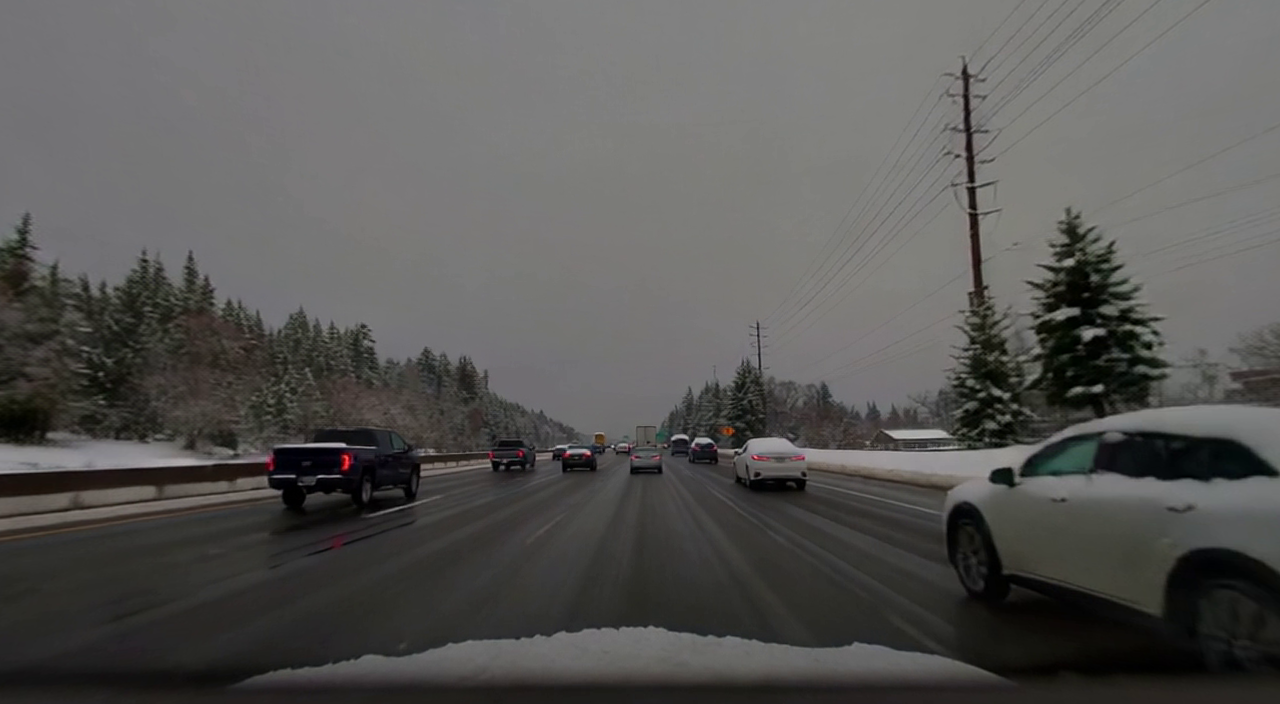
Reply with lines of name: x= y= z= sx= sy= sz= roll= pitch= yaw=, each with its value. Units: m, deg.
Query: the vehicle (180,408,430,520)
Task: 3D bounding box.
vehicle: x=-6.870 y=2.404 z=14.037 sx=2.269 sy=1.936 sz=5.777 roll=0 pitch=-9 yaw=2

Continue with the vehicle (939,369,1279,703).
vehicle: x=3.619 y=0.980 z=3.263 sx=2.051 sy=1.595 sz=4.301 roll=0 pitch=-9 yaw=1

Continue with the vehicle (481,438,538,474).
vehicle: x=-6.643 y=5.356 z=32.650 sx=1.978 sy=1.680 sz=4.263 roll=0 pitch=-9 yaw=1

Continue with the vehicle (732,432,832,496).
vehicle: x=4.164 y=3.355 z=19.232 sx=2.002 sy=1.691 sz=4.290 roll=0 pitch=-9 yaw=0

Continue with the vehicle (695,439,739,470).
vehicle: x=4.671 y=6.298 z=38.935 sx=2.195 sy=1.778 sz=4.455 roll=0 pitch=-9 yaw=1

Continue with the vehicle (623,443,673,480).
vehicle: x=0.326 y=4.650 z=27.000 sx=1.966 sy=1.444 sz=3.986 roll=0 pitch=-9 yaw=0

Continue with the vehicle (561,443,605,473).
vehicle: x=-2.972 y=5.616 z=33.561 sx=1.904 sy=1.479 sz=4.274 roll=0 pitch=-9 yaw=1
